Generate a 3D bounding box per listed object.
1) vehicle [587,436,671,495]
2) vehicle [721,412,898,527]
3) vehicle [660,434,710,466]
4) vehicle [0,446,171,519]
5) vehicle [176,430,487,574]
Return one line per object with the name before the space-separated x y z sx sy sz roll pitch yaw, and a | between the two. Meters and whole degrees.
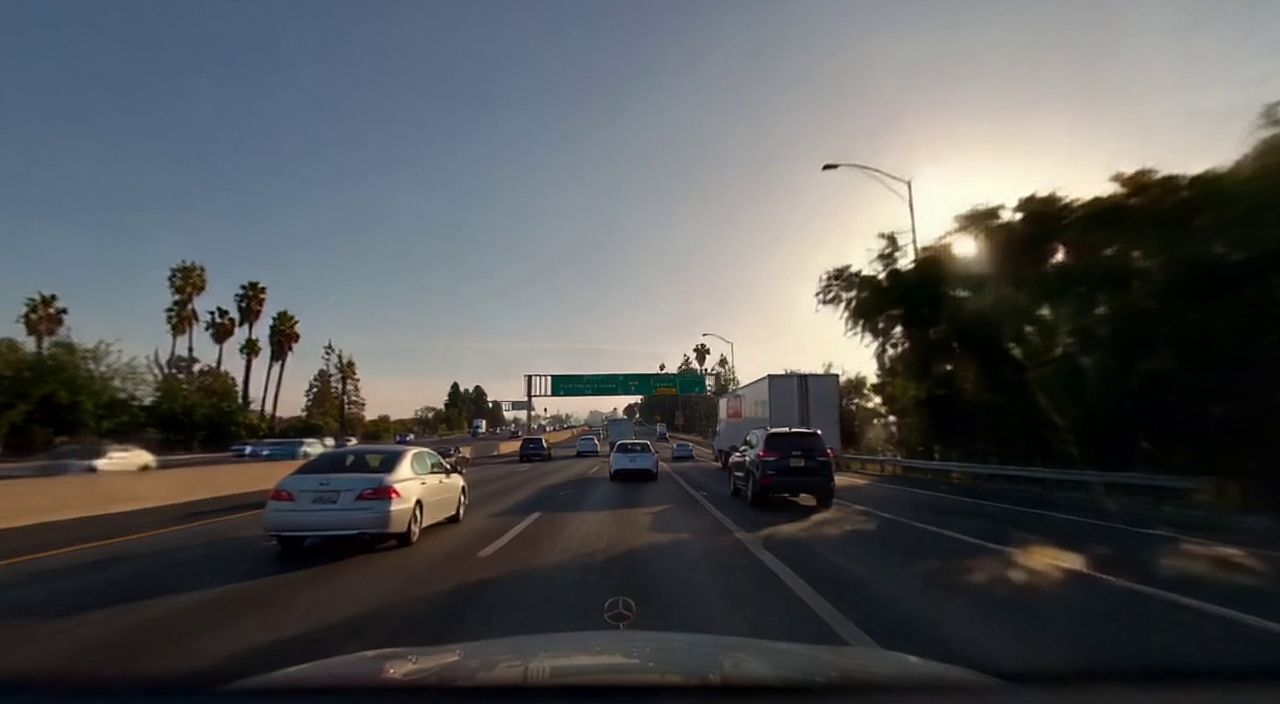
vehicle | -0.304 3.168 17.917 2.136 1.470 3.971 0 -8 -1
vehicle | 3.079 2.255 12.658 2.173 1.870 4.499 0 -8 -2
vehicle | 2.666 6.049 38.960 2.476 1.843 5.652 0 -8 -2
vehicle | -14.393 3.102 15.548 2.196 1.493 4.475 0 -8 -1
vehicle | -3.655 1.836 8.606 1.998 1.423 4.436 0 -8 0
